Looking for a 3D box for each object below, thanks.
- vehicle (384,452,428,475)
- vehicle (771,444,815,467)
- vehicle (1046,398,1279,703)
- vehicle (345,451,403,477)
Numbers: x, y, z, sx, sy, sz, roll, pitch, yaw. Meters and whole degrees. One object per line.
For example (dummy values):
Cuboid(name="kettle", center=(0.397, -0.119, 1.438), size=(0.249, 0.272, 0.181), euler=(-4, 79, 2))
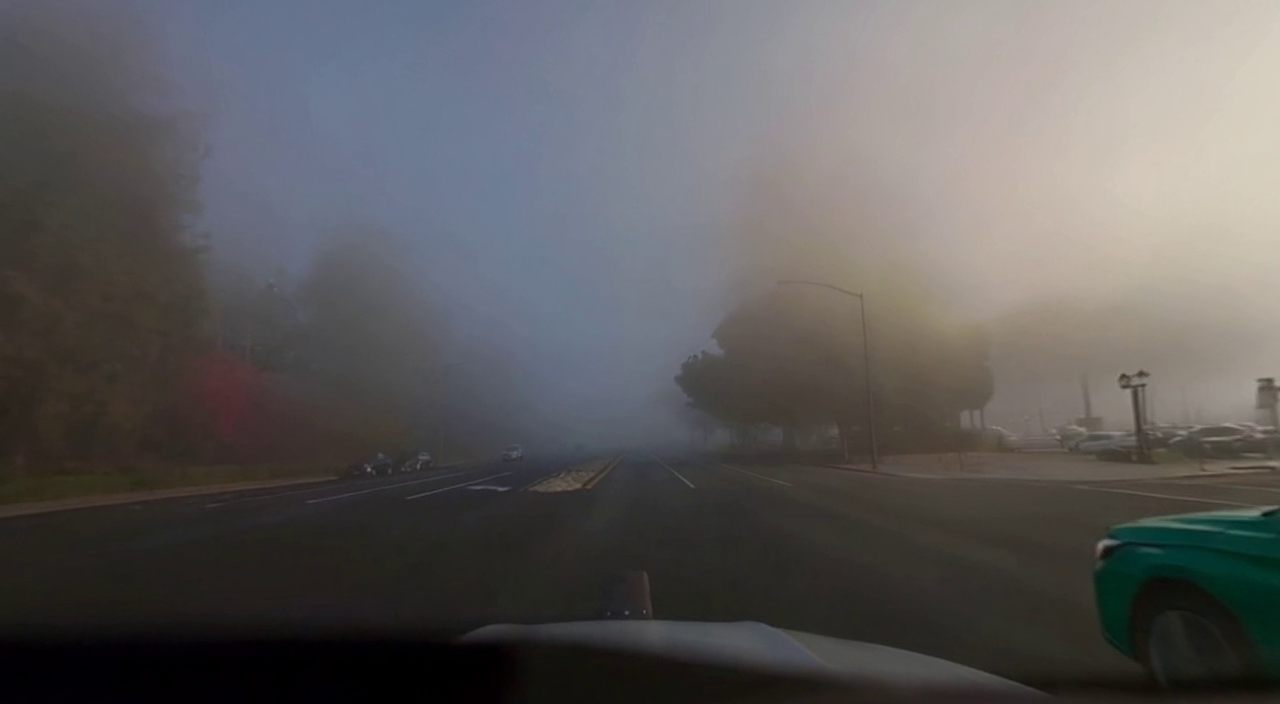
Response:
Cuboid(name="vehicle", center=(-18.193, 8.696, 49.168), size=(1.828, 1.457, 4.292), euler=(-3, -7, 0))
Cuboid(name="vehicle", center=(10.157, 6.902, 42.158), size=(1.889, 1.472, 4.304), euler=(0, -8, 0))
Cuboid(name="vehicle", center=(3.197, 0.715, 0.988), size=(2.141, 1.443, 4.499), euler=(0, -8, 0))
Cuboid(name="vehicle", center=(-18.347, 7.716, 43.682), size=(1.993, 1.686, 4.698), euler=(0, -8, -1))
